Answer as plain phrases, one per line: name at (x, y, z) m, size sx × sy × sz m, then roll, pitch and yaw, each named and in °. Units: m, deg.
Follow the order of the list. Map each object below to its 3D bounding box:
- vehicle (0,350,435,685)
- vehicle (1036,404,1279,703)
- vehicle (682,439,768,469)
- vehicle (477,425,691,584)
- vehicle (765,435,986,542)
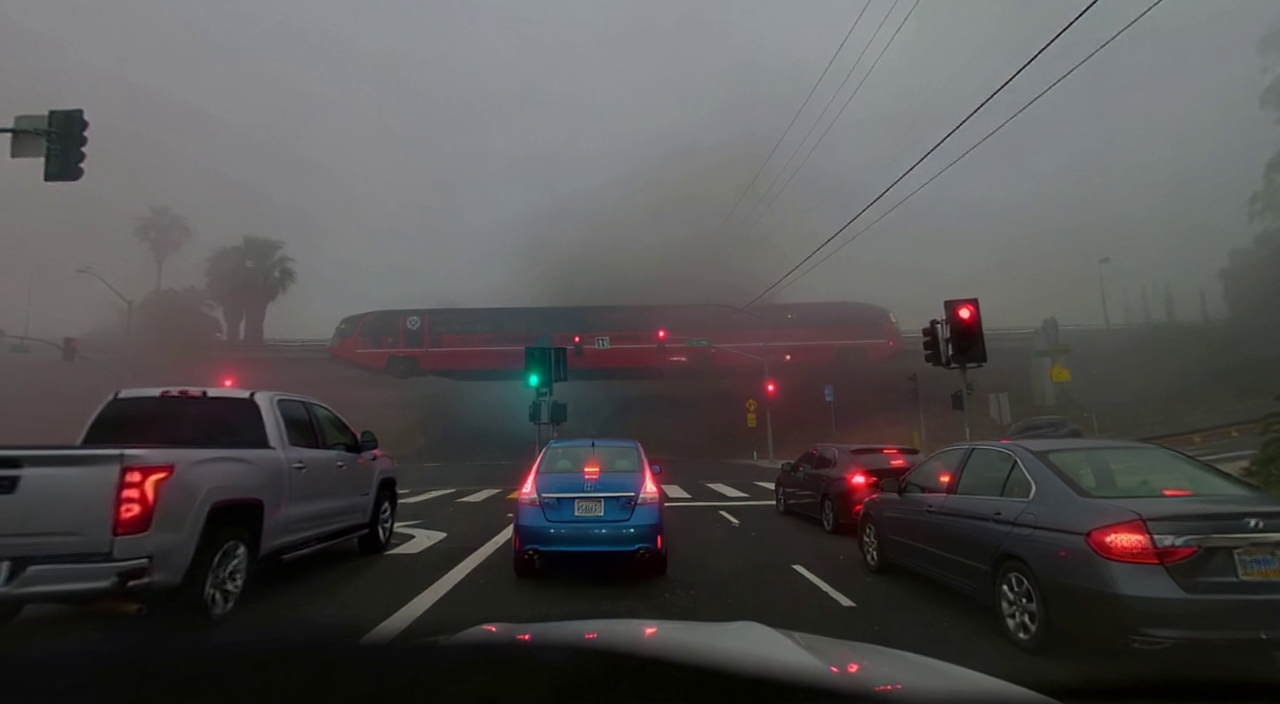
vehicle at (-3.889, 1.303, 6.236) m, size 2.078 × 1.838 × 5.448 m, roll 0°, pitch -9°, yaw -2°
vehicle at (3.887, 0.891, 2.191) m, size 2.052 × 1.496 × 4.541 m, roll 0°, pitch -9°, yaw 0°
vehicle at (4.198, 5.137, 31.969) m, size 1.878 × 1.428 × 4.416 m, roll 5°, pitch -10°, yaw -32°
vehicle at (-0.636, 1.760, 8.136) m, size 2.035 × 1.491 × 4.090 m, roll 0°, pitch -9°, yaw -3°
vehicle at (3.706, 2.225, 11.017) m, size 1.965 × 1.448 × 4.486 m, roll 0°, pitch -9°, yaw -2°
